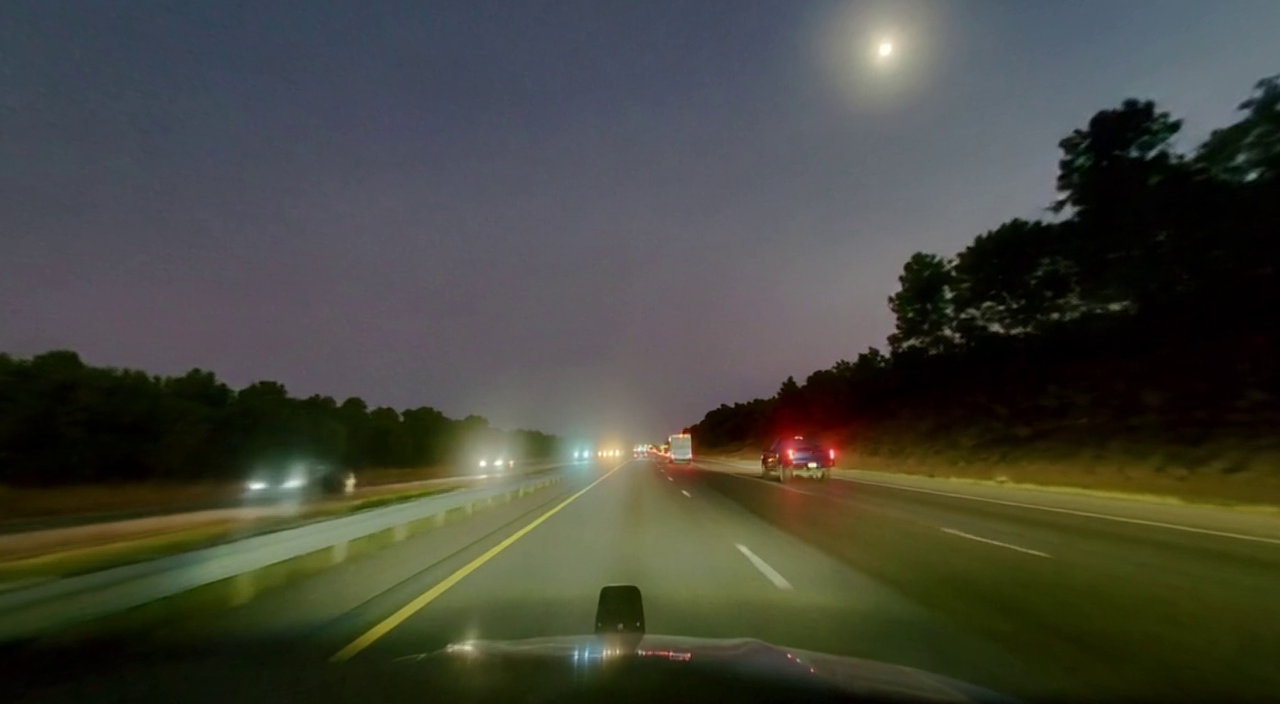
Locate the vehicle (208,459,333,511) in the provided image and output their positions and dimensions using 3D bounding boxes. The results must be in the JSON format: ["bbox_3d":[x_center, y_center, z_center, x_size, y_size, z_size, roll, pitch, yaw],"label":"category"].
[{"bbox_3d":[-12.279,4.401,21.319,1.813,1.502,3.976,0,-9,0],"label":"vehicle"}]

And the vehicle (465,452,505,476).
[{"bbox_3d":[-11.660,8.451,47.799,1.958,1.633,4.349,0,-9,0],"label":"vehicle"}]
